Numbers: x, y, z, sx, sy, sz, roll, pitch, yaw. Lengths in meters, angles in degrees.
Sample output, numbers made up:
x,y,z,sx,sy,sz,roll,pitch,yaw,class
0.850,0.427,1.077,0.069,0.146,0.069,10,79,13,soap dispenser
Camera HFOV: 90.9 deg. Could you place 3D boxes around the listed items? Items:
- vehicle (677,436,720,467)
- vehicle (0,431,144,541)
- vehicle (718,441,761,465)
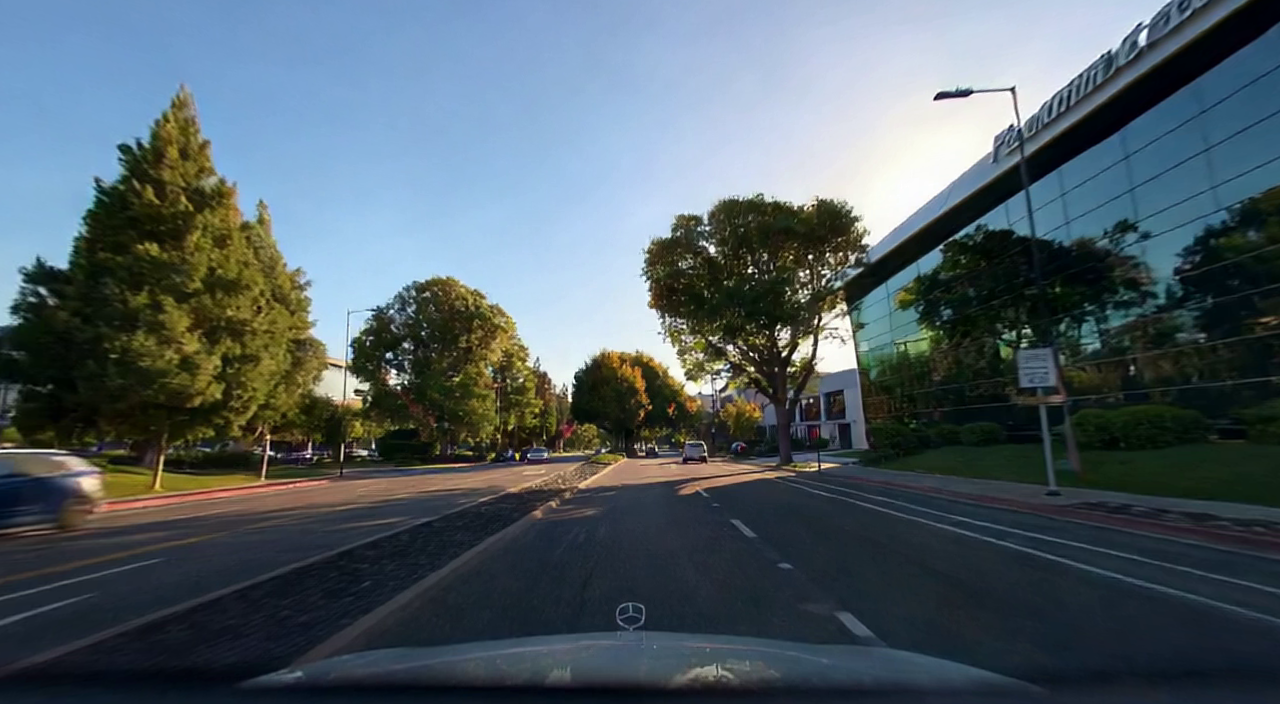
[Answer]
x,y,z,sx,sy,sz,roll,pitch,yaw,class
3.506,6.073,38.538,2.143,1.759,4.378,0,-8,-1,vehicle
-12.043,2.415,11.529,1.998,1.870,4.747,0,-8,1,vehicle
6.715,6.855,42.840,2.100,1.491,4.563,0,-8,-1,vehicle
